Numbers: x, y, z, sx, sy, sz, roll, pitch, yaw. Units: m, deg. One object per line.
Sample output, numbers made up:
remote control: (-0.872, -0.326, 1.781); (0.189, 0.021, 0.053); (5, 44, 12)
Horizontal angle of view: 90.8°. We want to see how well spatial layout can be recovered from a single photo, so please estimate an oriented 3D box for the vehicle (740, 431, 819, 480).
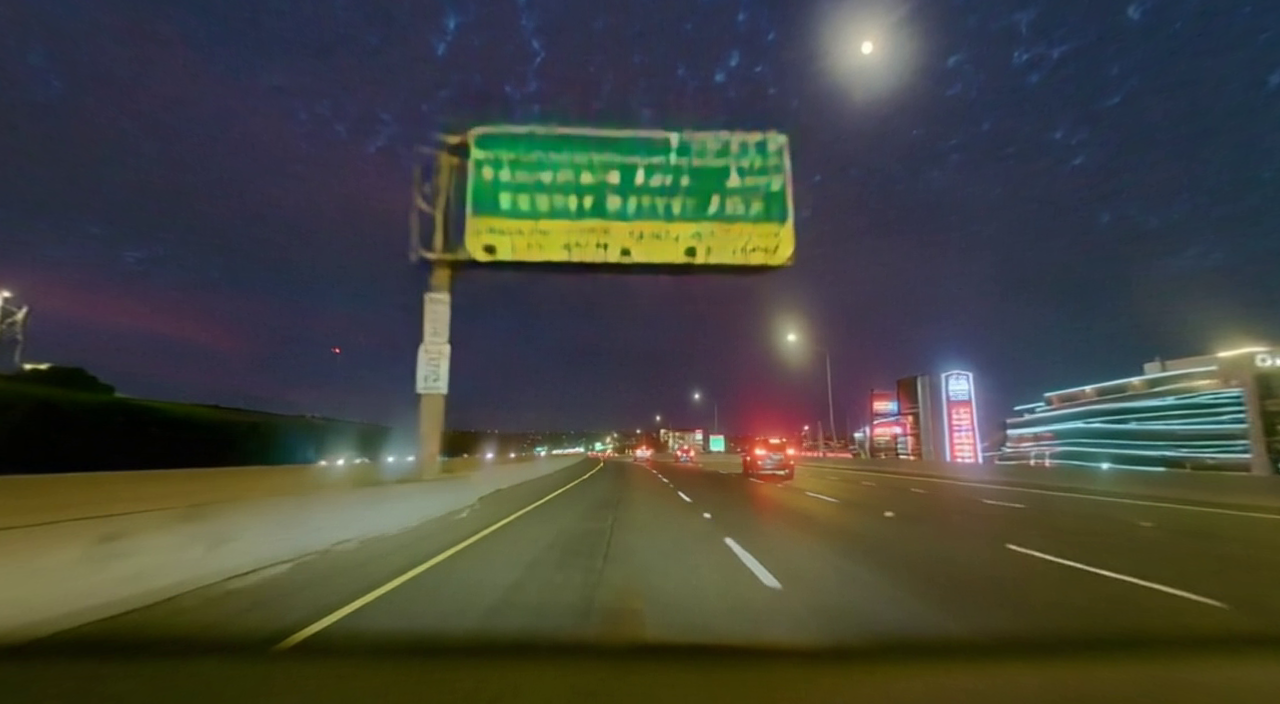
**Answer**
vehicle: (5.983, 4.506, 27.820); (2.181, 1.952, 4.973); (0, -8, -2)
